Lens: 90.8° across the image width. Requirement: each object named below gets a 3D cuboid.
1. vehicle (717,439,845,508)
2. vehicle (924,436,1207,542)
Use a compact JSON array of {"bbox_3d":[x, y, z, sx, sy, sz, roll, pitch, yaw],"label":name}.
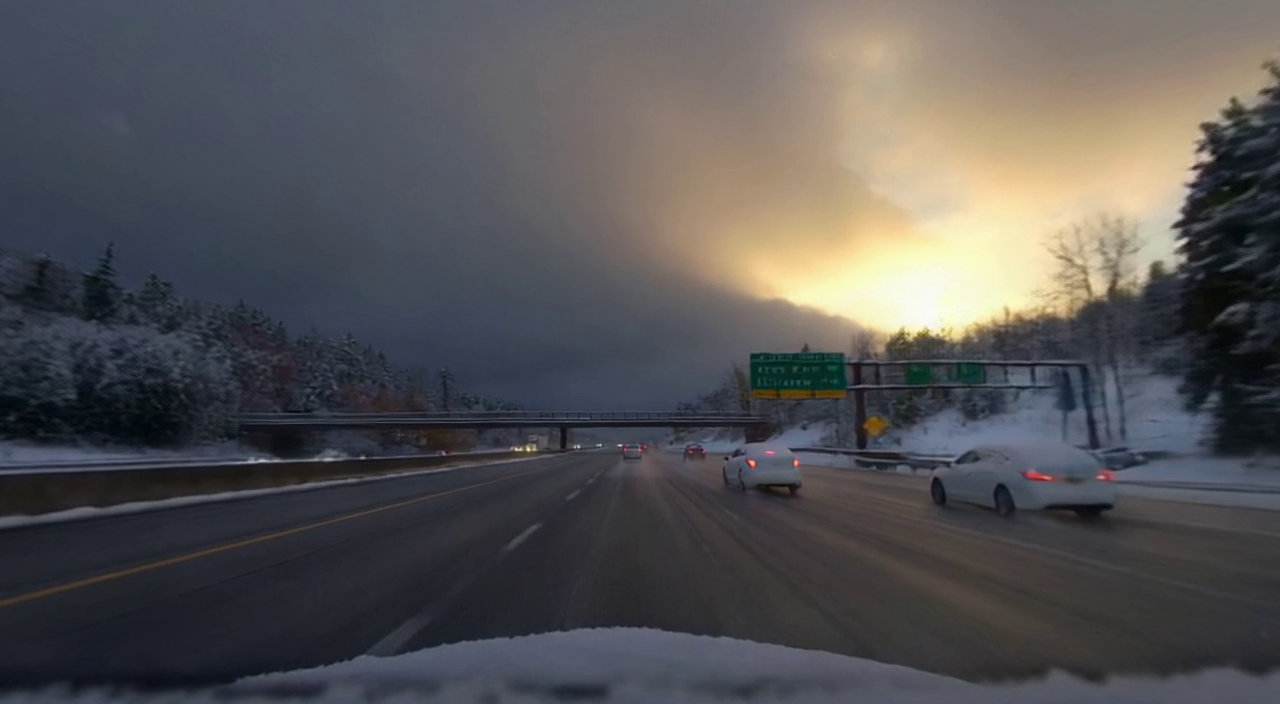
[{"bbox_3d":[3.341,2.986,15.995,2.076,1.472,4.562,0,-9,-1],"label":"vehicle"},{"bbox_3d":[7.213,2.338,11.471,1.946,1.497,4.467,0,-9,-1],"label":"vehicle"}]
